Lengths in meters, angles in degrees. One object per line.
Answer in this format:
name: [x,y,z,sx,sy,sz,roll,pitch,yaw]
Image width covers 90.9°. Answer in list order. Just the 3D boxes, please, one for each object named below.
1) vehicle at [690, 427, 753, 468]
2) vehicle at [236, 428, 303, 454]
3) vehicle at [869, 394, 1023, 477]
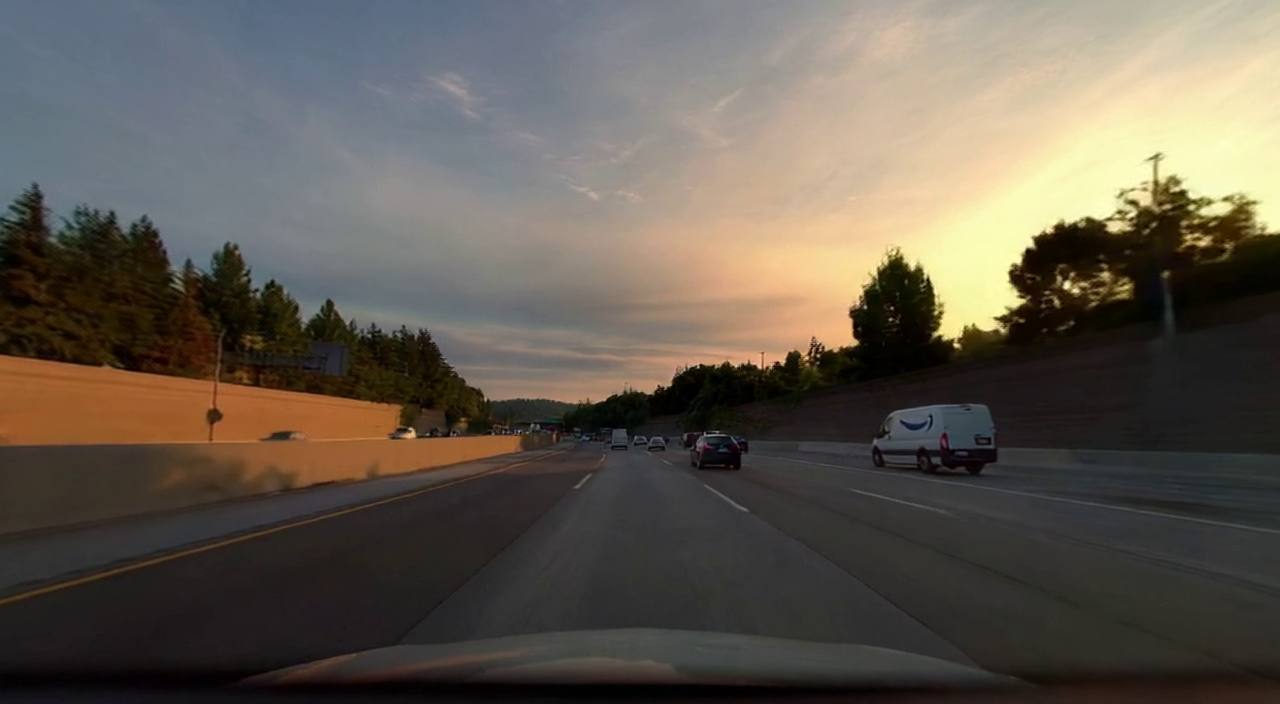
vehicle: [3.609,4.344,28.819,2.141,1.732,4.279,0,-8,-3]
vehicle: [-25.542,6.160,43.659,1.940,1.675,4.621,0,-8,-2]
vehicle: [11.671,3.337,24.910,2.274,2.802,6.802,0,-8,-3]
